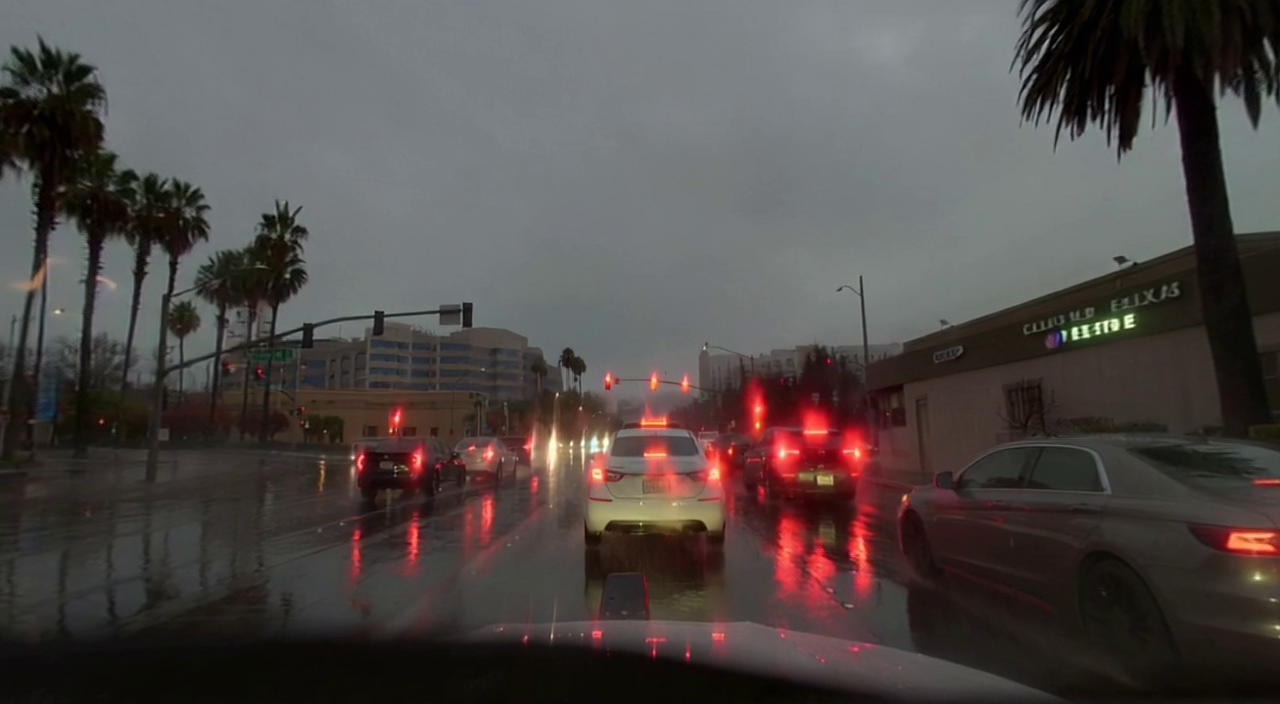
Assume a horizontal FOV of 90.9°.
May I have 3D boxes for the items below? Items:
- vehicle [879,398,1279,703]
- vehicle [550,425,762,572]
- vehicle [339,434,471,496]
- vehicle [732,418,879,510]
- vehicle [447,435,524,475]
[{"bbox_3d":[3.546,1.226,4.483,1.910,1.490,4.661,0,-8,1],"label":"vehicle"},{"bbox_3d":[0.181,1.787,8.453,2.140,1.474,4.026,0,-8,1],"label":"vehicle"},{"bbox_3d":[-6.254,3.048,17.397,1.900,1.487,4.165,0,-8,2],"label":"vehicle"},{"bbox_3d":[3.497,2.474,14.308,2.169,1.751,4.276,0,-8,0],"label":"vehicle"},{"bbox_3d":[-6.041,4.095,25.212,1.822,1.456,4.396,-1,-8,2],"label":"vehicle"}]
